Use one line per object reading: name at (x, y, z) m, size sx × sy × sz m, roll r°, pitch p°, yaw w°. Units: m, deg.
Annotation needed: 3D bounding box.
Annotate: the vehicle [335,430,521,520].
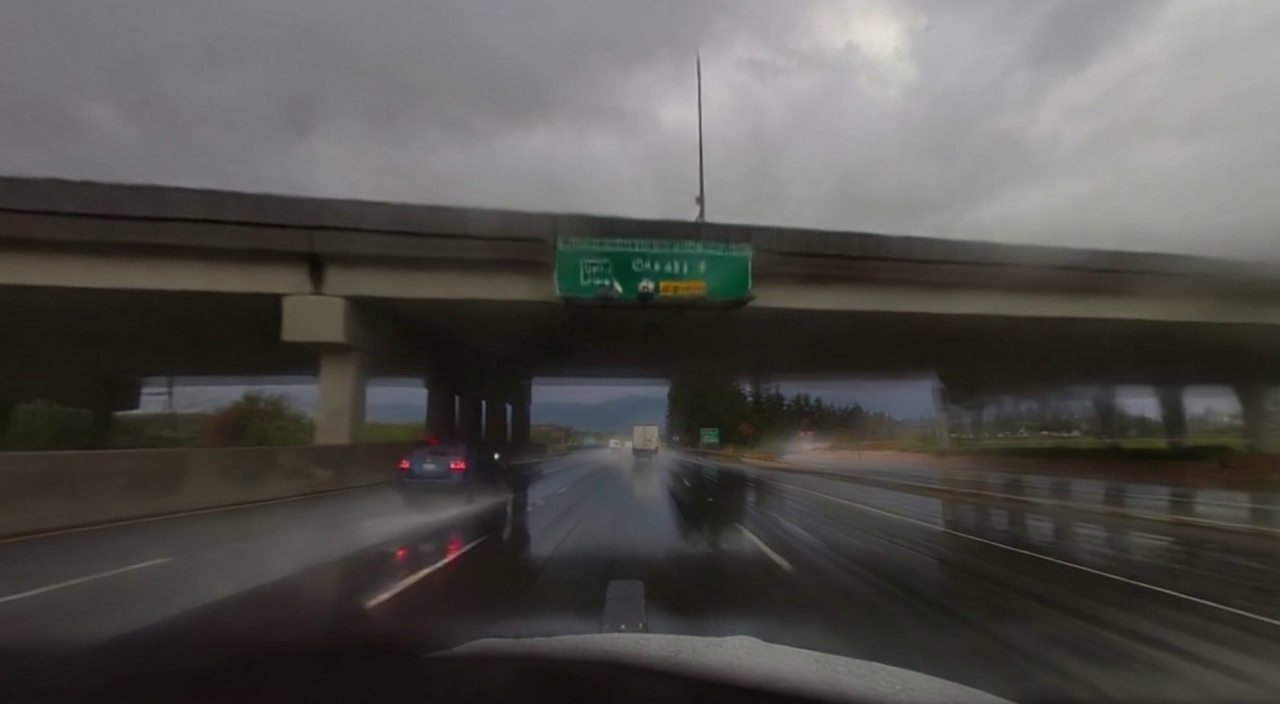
vehicle at (-4.257, 2.587, 13.787) m, size 2.235 × 1.593 × 5.077 m, roll 0°, pitch -9°, yaw 1°
